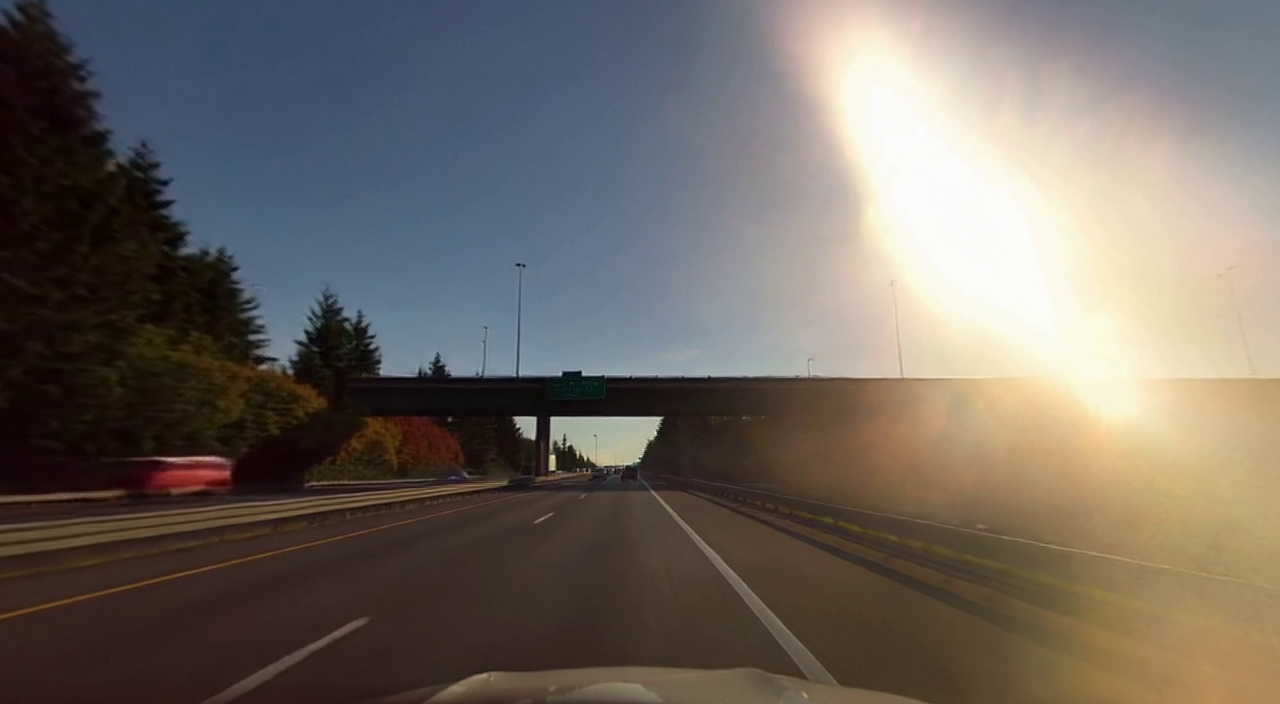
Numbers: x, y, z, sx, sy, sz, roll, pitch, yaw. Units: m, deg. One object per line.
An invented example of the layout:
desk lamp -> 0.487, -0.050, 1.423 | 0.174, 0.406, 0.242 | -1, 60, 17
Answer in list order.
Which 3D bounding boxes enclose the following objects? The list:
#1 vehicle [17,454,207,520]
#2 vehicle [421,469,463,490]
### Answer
vehicle -> -17.218, 4.418, 20.996 | 2.039, 1.876, 4.852 | 1, -11, 0
vehicle -> -15.124, 9.757, 48.355 | 1.833, 1.469, 3.648 | 0, -11, 2
